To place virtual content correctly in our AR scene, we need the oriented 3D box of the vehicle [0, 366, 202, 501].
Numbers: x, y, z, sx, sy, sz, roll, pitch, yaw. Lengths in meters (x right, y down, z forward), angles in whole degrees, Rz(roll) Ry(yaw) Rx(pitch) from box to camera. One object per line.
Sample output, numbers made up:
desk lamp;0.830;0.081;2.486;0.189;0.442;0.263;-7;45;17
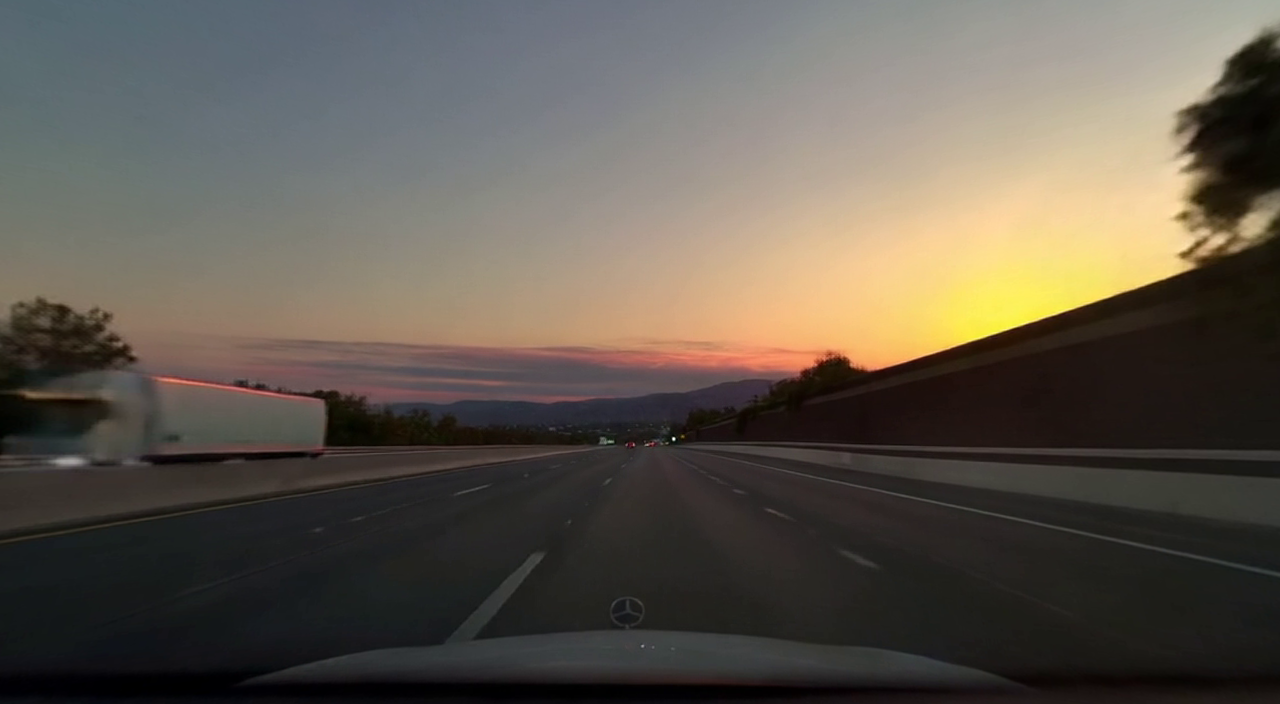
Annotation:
vehicle;-19.112;2.846;21.878;3.006;3.996;6.212;0;-8;1
